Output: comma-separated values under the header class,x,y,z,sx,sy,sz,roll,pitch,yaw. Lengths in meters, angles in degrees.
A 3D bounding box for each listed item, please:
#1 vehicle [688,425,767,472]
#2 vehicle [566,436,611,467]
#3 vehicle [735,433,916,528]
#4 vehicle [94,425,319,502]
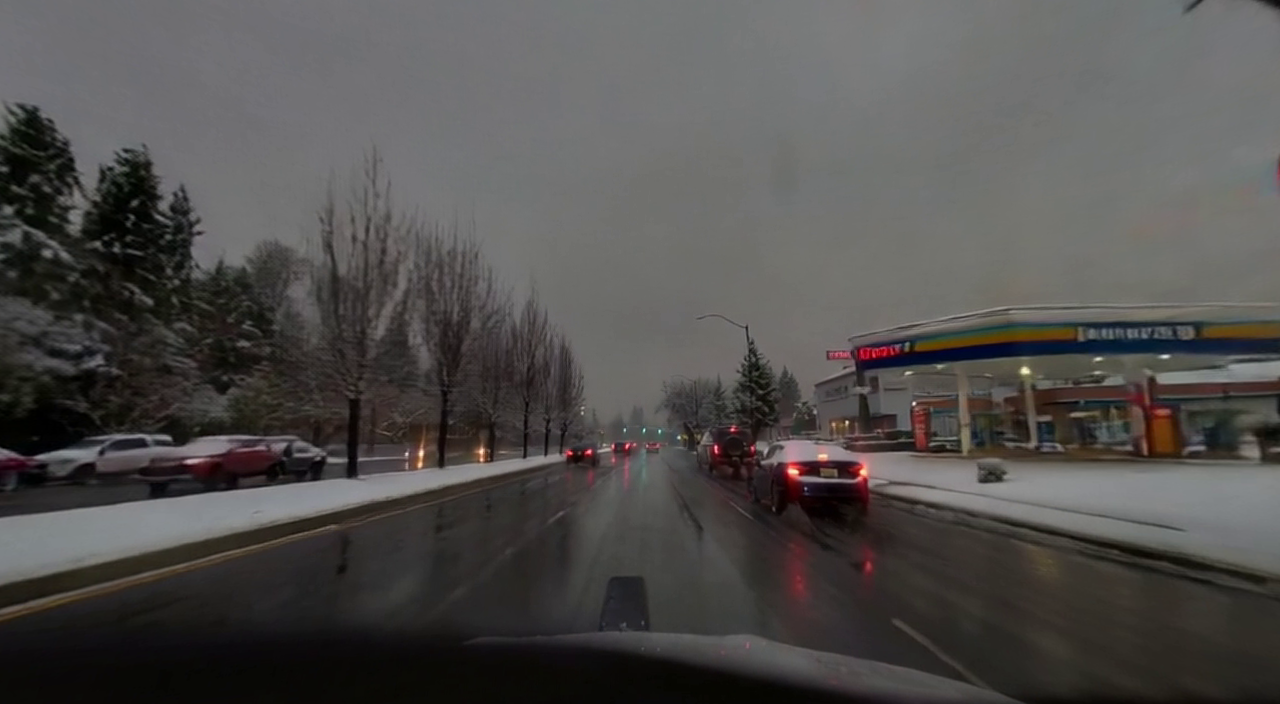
class,x,y,z,sx,sy,sz,roll,pitch,yaw
vehicle,4.299,4.968,32.538,3.245,2.199,6.295,0,-8,0
vehicle,-3.050,6.049,38.461,2.250,1.713,4.422,0,-8,2
vehicle,3.287,2.387,12.354,2.095,1.475,4.686,0,-8,0
vehicle,-11.365,2.960,17.249,2.141,1.751,5.451,0,-8,2
